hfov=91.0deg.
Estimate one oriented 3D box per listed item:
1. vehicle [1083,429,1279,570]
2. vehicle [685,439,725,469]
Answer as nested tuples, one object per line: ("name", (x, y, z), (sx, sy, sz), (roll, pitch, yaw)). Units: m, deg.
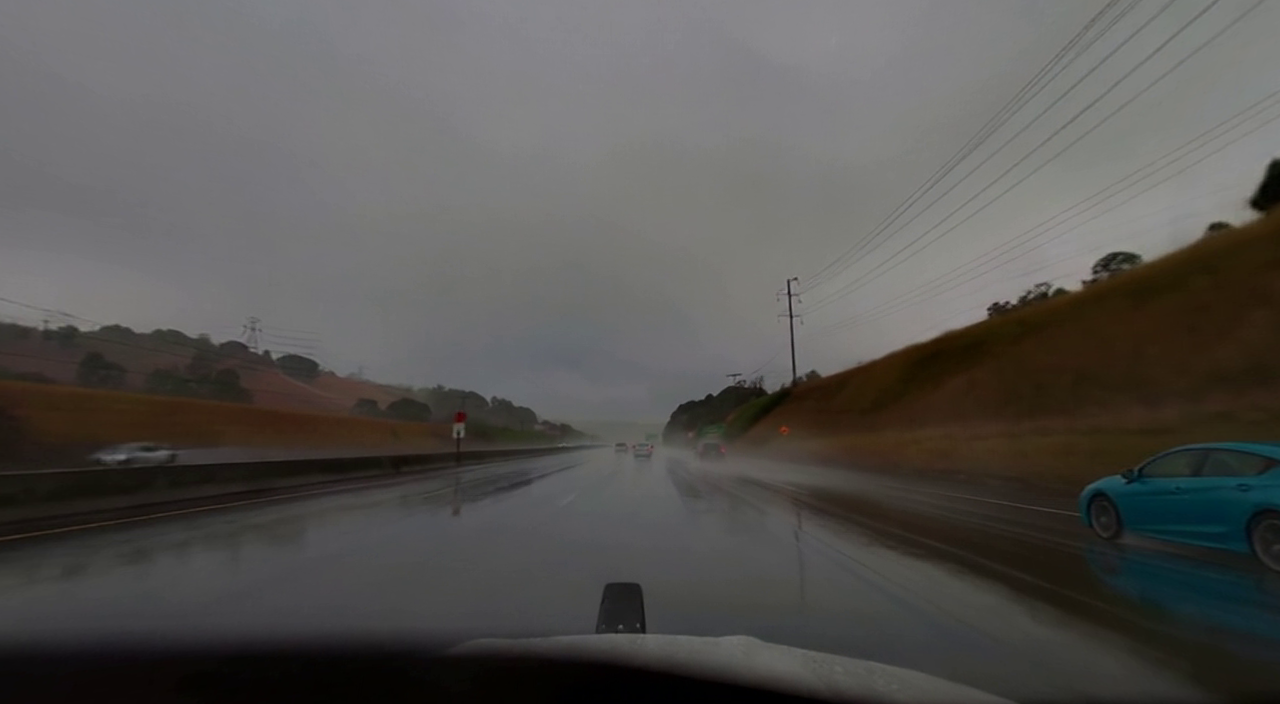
("vehicle", (8.103, 1.740, 7.634), (1.970, 1.545, 4.818), (0, -8, 0))
("vehicle", (4.072, 6.499, 40.186), (2.159, 1.782, 4.673), (0, -9, 1))
